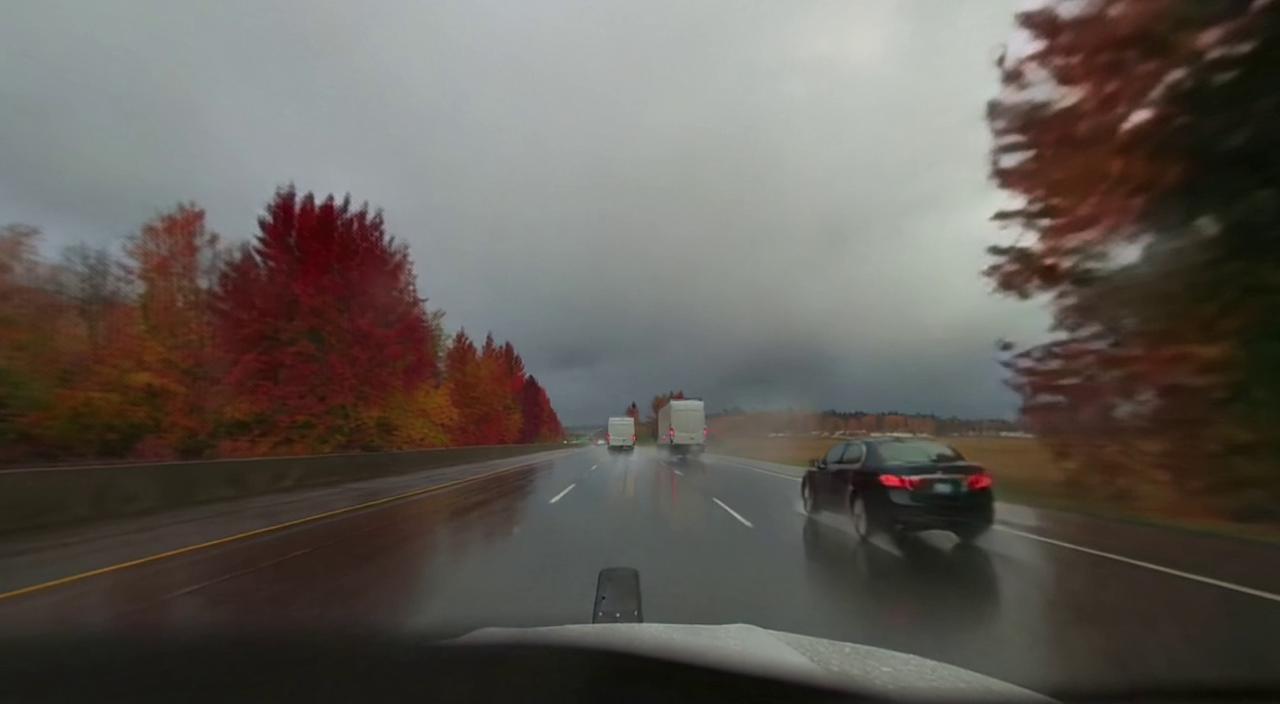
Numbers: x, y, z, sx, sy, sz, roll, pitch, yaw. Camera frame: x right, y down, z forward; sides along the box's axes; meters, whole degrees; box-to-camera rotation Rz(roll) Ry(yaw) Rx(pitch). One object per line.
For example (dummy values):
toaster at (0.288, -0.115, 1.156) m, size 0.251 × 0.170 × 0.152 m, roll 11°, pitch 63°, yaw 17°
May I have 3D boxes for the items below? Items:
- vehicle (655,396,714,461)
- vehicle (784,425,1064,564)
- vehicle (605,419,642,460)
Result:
vehicle at (2.981, 5.760, 46.606) m, size 3.128 × 4.087 × 13.351 m, roll 0°, pitch -8°, yaw -1°
vehicle at (3.629, 1.867, 9.145) m, size 1.962 × 1.508 × 4.363 m, roll 0°, pitch -8°, yaw -1°
vehicle at (-1.089, 6.029, 43.378) m, size 2.389 × 2.637 × 5.437 m, roll 0°, pitch -8°, yaw -1°
